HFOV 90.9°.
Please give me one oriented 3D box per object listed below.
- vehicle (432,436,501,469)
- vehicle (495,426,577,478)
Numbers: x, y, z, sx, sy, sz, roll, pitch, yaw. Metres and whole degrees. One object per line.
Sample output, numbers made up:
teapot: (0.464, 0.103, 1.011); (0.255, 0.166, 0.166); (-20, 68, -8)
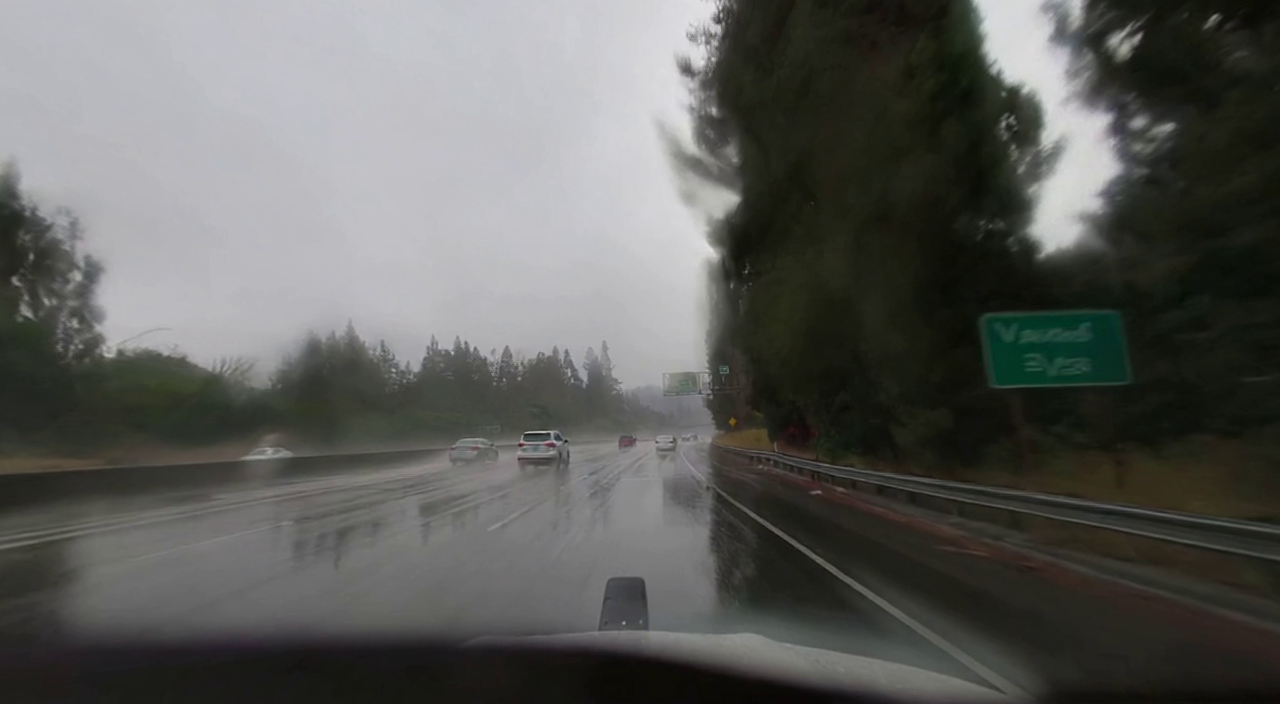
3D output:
vehicle: (-7.818, 4.585, 28.854); (1.883, 1.411, 4.053); (0, -8, 2)
vehicle: (-3.688, 3.670, 23.242); (2.071, 1.716, 4.363); (-1, -8, 3)
